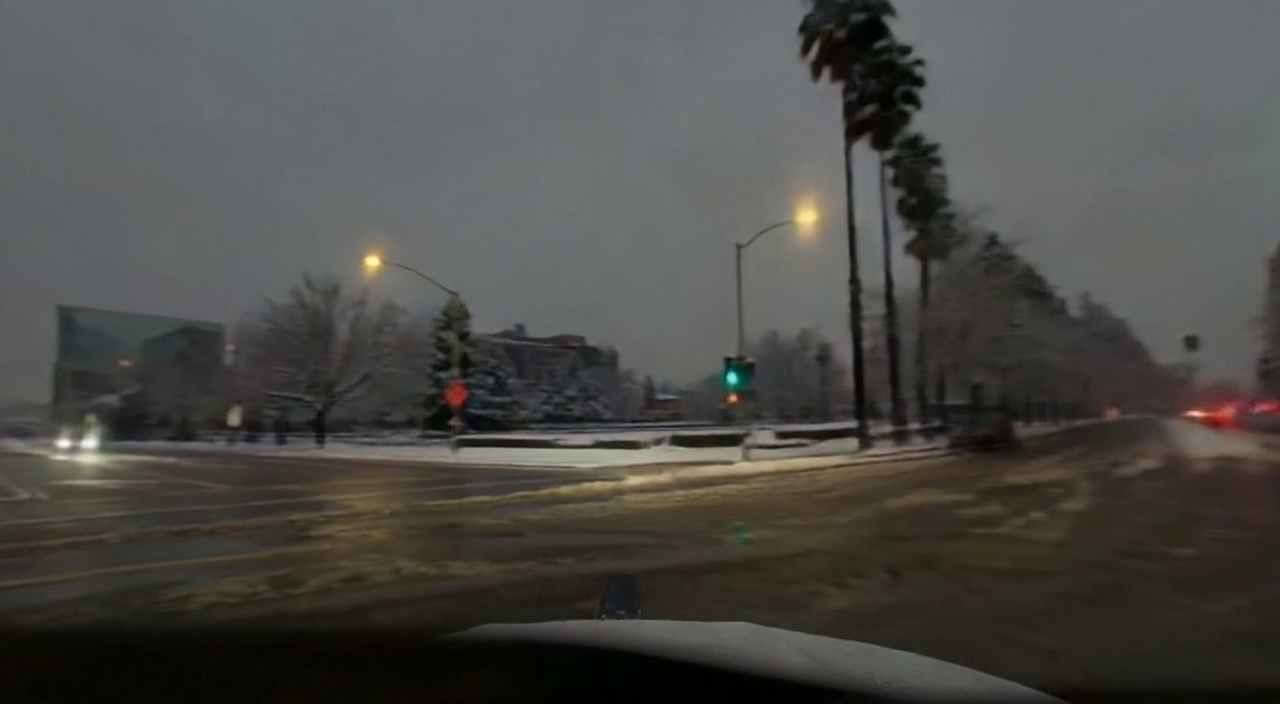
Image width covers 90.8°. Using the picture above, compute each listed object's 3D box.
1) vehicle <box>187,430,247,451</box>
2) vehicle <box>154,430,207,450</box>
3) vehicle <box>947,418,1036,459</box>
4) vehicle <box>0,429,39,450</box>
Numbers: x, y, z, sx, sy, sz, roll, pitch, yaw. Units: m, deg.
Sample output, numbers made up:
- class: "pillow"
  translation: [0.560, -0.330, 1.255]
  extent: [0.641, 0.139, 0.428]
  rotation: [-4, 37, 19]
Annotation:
- class: "vehicle"
  translation: [-30.103, 6.325, 44.898]
  extent: [4.605, 1.456, 1.870]
  rotation: [-6, -11, 34]
- class: "vehicle"
  translation: [-35.937, 6.918, 49.329]
  extent: [4.549, 1.452, 1.846]
  rotation: [-6, -11, 35]
- class: "vehicle"
  translation: [14.005, 3.463, 25.046]
  extent: [2.149, 1.477, 4.186]
  rotation: [-8, -11, 40]
- class: "vehicle"
  translation: [-47.067, 6.546, 47.076]
  extent: [4.386, 1.481, 2.037]
  rotation: [-6, -10, 31]
